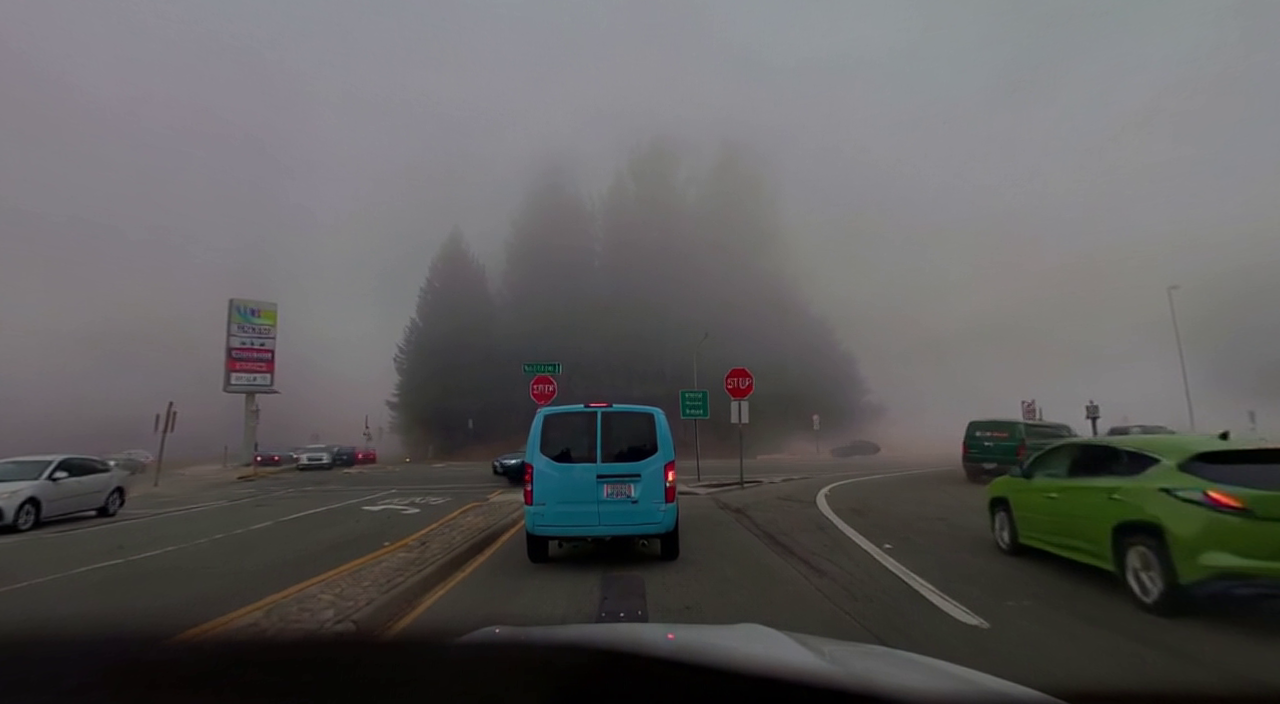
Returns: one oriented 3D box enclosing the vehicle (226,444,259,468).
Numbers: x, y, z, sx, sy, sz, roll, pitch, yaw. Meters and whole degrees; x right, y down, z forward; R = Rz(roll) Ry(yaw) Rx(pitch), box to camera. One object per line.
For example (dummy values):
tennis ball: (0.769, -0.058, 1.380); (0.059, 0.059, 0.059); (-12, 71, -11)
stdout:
vehicle: (-30.040, 7.847, 47.798); (1.913, 1.682, 4.120); (5, -10, -31)

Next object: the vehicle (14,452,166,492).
vehicle: (-21.508, 4.660, 24.988); (2.038, 1.392, 4.362); (0, -9, 1)

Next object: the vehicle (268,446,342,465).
vehicle: (-26.303, 8.119, 49.705); (4.670, 1.472, 1.851); (1, -9, -8)

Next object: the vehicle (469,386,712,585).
vehicle: (-0.387, 1.579, 8.193); (2.237, 1.828, 4.546); (0, -9, 2)

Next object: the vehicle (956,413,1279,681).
vehicle: (4.916, 1.432, 5.734); (2.079, 1.504, 4.828); (-1, -9, 7)
